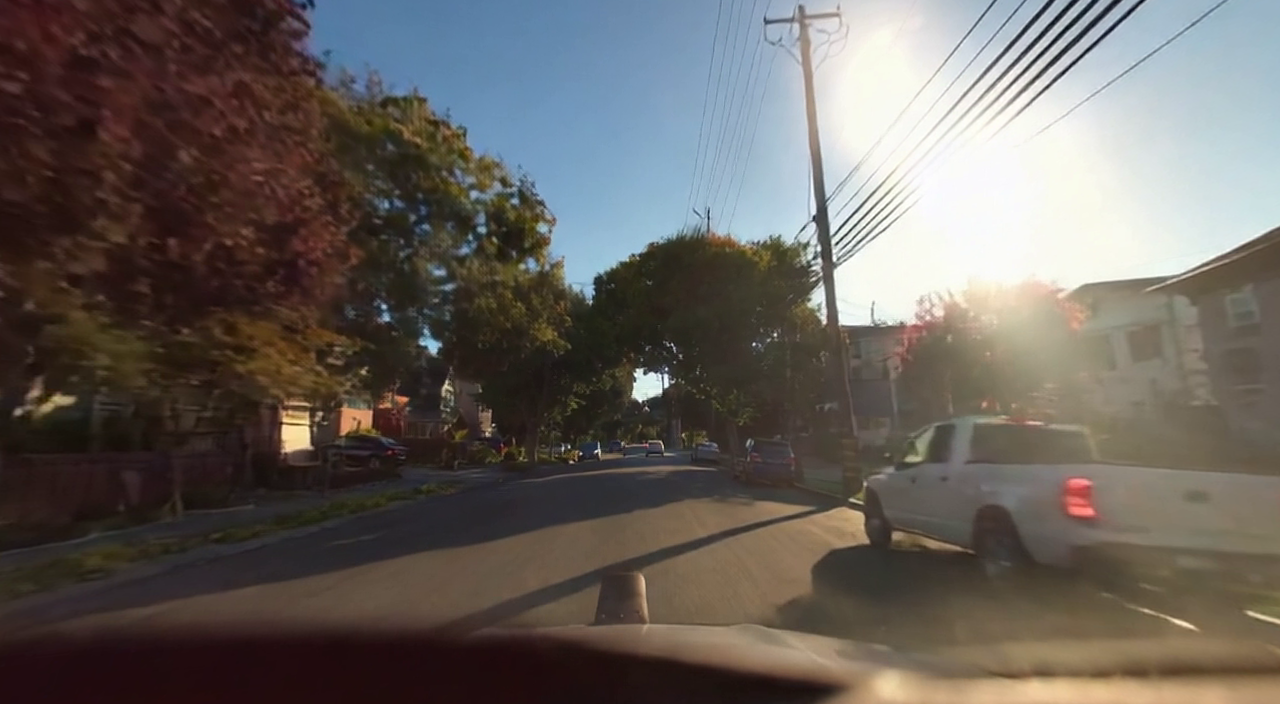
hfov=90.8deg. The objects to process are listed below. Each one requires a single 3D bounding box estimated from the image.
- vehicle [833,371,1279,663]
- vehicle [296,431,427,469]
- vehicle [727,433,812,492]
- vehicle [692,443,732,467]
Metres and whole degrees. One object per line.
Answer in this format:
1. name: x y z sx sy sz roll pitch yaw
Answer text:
1. vehicle: 3.894 1.400 6.522 2.280 1.820 5.001 0 -8 1
2. vehicle: -12.259 4.346 28.069 4.792 1.521 2.077 1 -8 1
3. vehicle: 4.267 3.720 21.656 2.066 1.753 4.877 -1 -8 2
4. vehicle: 4.581 6.632 40.775 2.031 1.471 4.328 0 -8 -1
